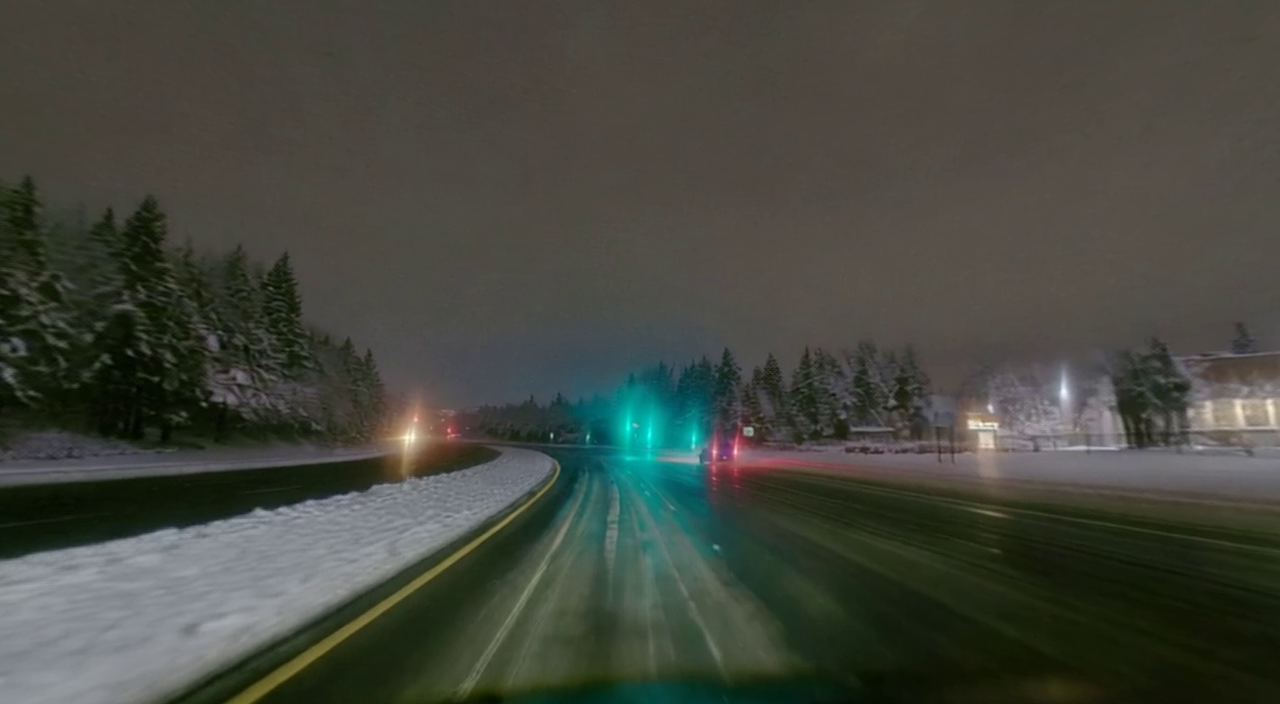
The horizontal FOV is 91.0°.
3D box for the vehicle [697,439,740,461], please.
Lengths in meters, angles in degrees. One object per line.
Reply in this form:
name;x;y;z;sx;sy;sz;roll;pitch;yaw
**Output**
vehicle;5.616;7.087;45.515;1.908;1.483;4.474;1;-9;-8
